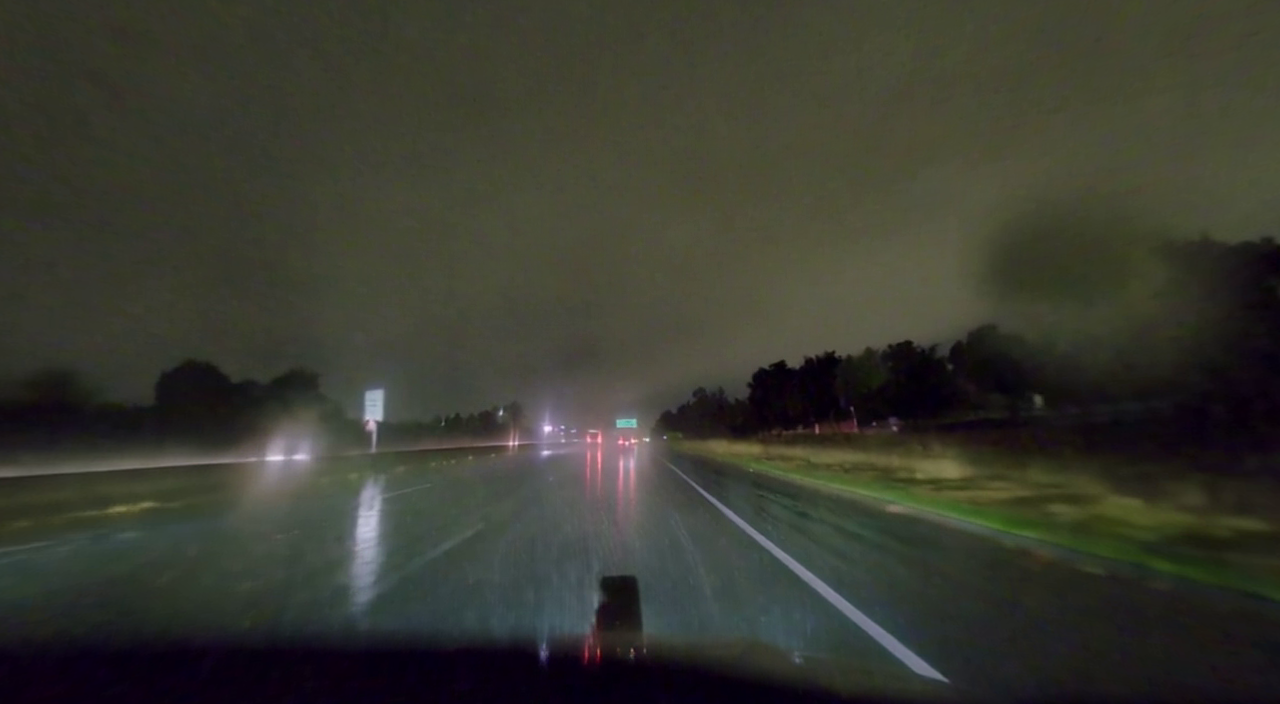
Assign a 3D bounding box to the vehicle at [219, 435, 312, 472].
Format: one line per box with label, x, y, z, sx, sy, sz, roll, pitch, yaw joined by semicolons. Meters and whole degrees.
vehicle;-16.562;4.480;28.058;1.726;1.485;4.013;0;-8;-2
